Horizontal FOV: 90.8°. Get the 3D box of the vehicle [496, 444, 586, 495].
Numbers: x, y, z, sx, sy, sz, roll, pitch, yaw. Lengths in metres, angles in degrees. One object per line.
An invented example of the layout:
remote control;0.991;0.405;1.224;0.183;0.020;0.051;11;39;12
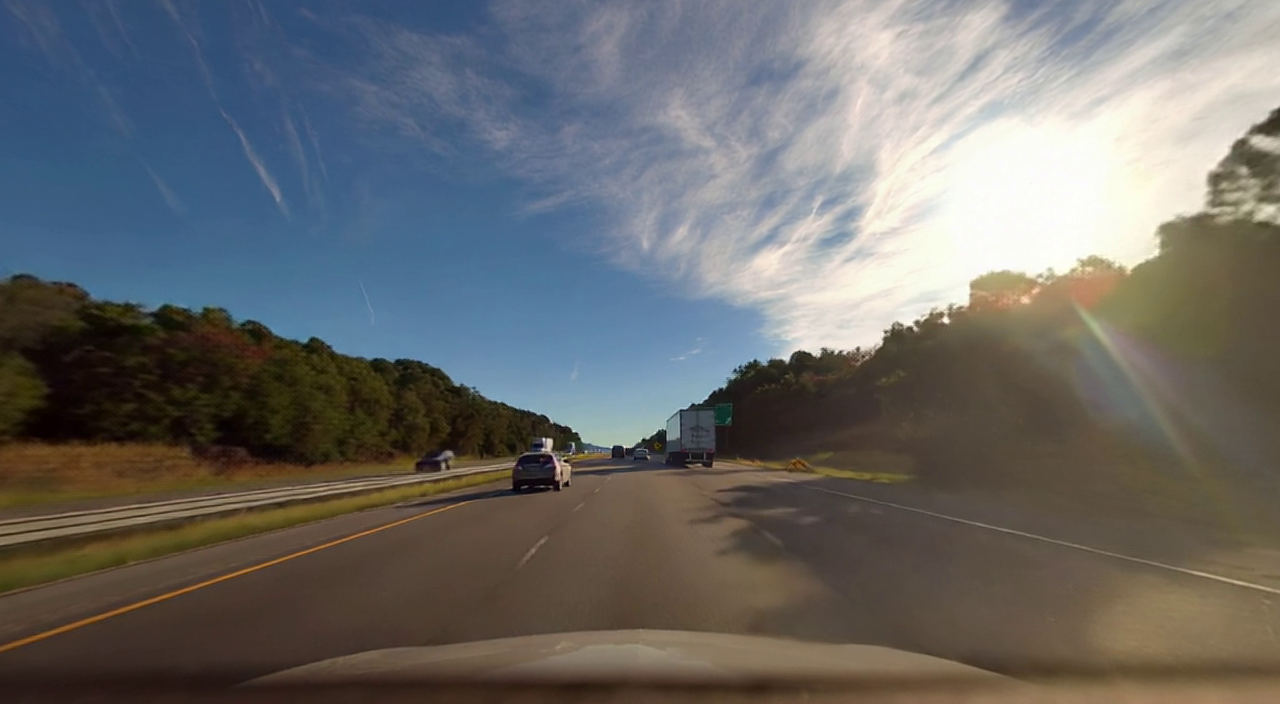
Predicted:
vehicle;-3.038;3.732;20.459;2.121;1.445;4.651;0;-9;1
